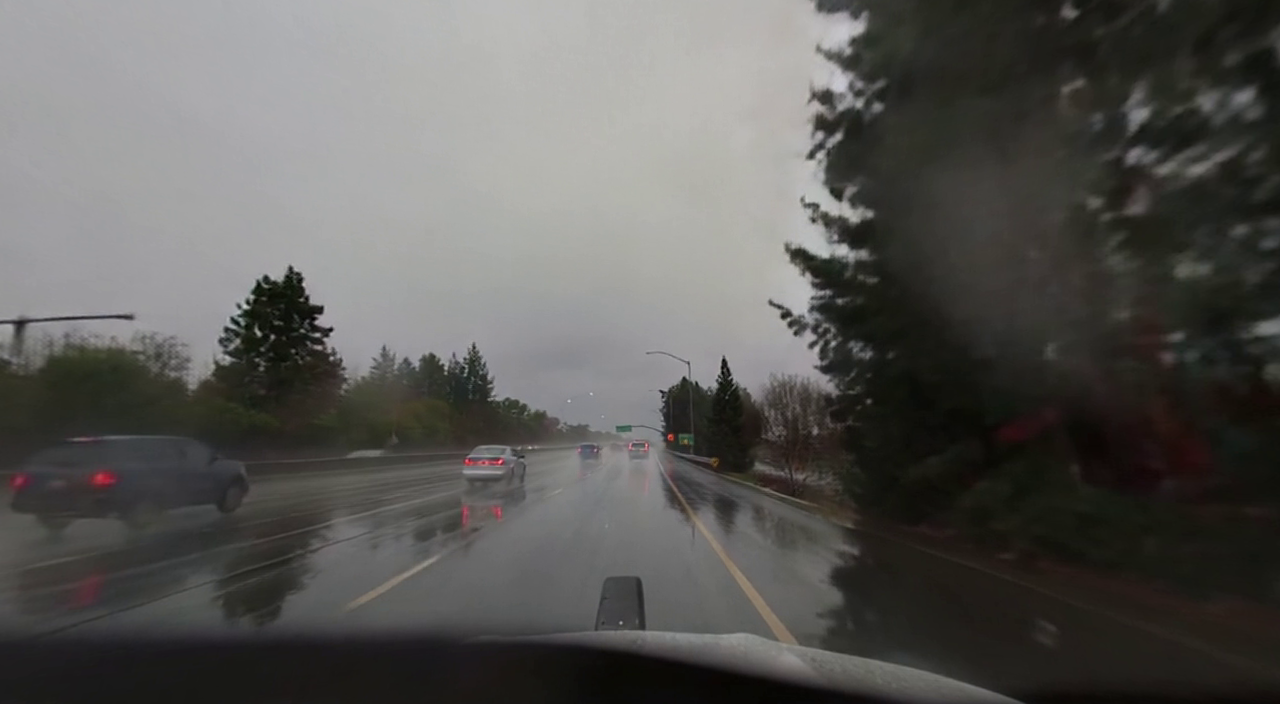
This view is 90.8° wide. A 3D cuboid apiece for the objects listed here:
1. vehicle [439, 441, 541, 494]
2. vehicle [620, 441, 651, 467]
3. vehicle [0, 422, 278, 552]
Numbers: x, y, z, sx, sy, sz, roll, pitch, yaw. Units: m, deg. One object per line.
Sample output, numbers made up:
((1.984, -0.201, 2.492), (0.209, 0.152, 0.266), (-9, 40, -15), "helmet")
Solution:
((-4.884, 3.837, 21.374), (2.102, 1.562, 4.884), (-1, -9, 2), "vehicle")
((-0.316, 7.483, 46.523), (2.179, 1.742, 4.396), (0, -9, 0), "vehicle")
((-8.879, 2.238, 11.182), (2.091, 1.795, 4.617), (-1, -9, 2), "vehicle")
